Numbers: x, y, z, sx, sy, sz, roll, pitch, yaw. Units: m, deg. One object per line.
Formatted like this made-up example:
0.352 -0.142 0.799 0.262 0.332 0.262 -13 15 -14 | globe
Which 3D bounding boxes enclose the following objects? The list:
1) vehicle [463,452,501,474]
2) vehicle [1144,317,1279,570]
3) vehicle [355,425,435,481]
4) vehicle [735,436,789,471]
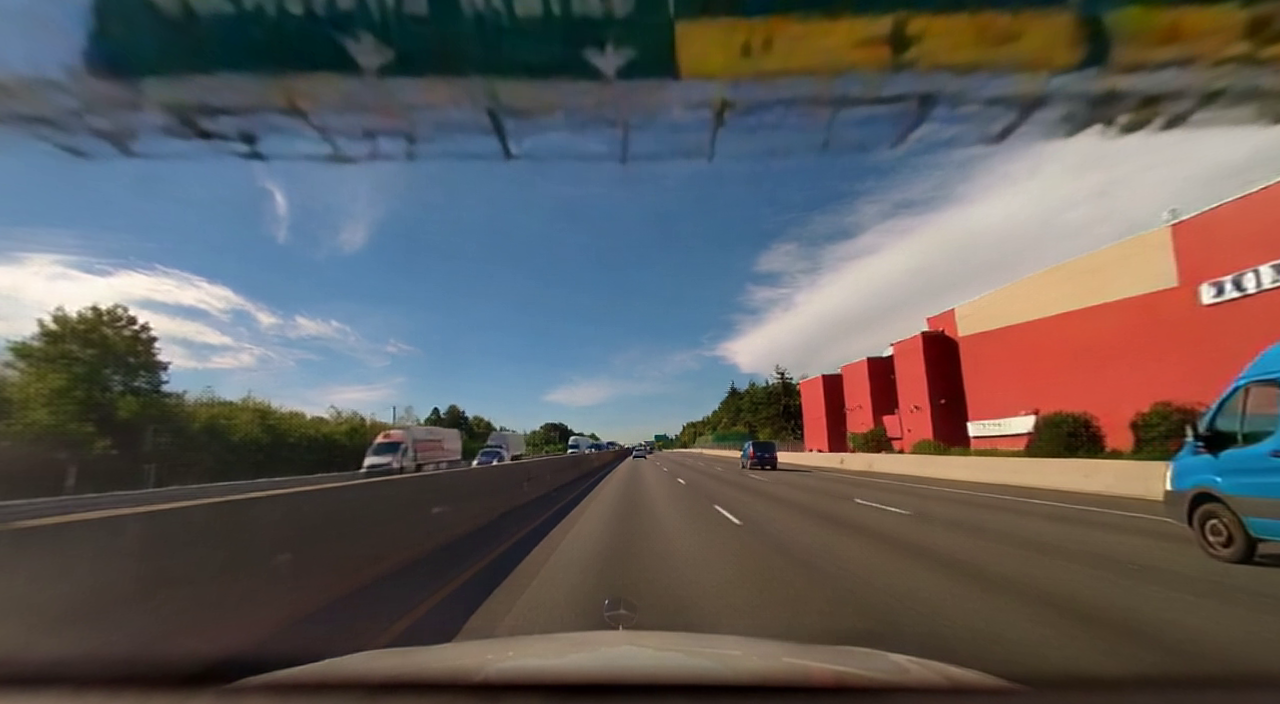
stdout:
-11.434 8.035 45.677 1.741 1.447 3.839 0 -9 1 | vehicle
7.903 0.735 5.189 2.283 2.631 6.053 0 -9 -1 | vehicle
-16.037 6.669 41.643 2.894 3.430 5.832 0 -9 0 | vehicle
7.348 6.164 38.360 2.156 1.943 5.010 0 -9 -1 | vehicle
